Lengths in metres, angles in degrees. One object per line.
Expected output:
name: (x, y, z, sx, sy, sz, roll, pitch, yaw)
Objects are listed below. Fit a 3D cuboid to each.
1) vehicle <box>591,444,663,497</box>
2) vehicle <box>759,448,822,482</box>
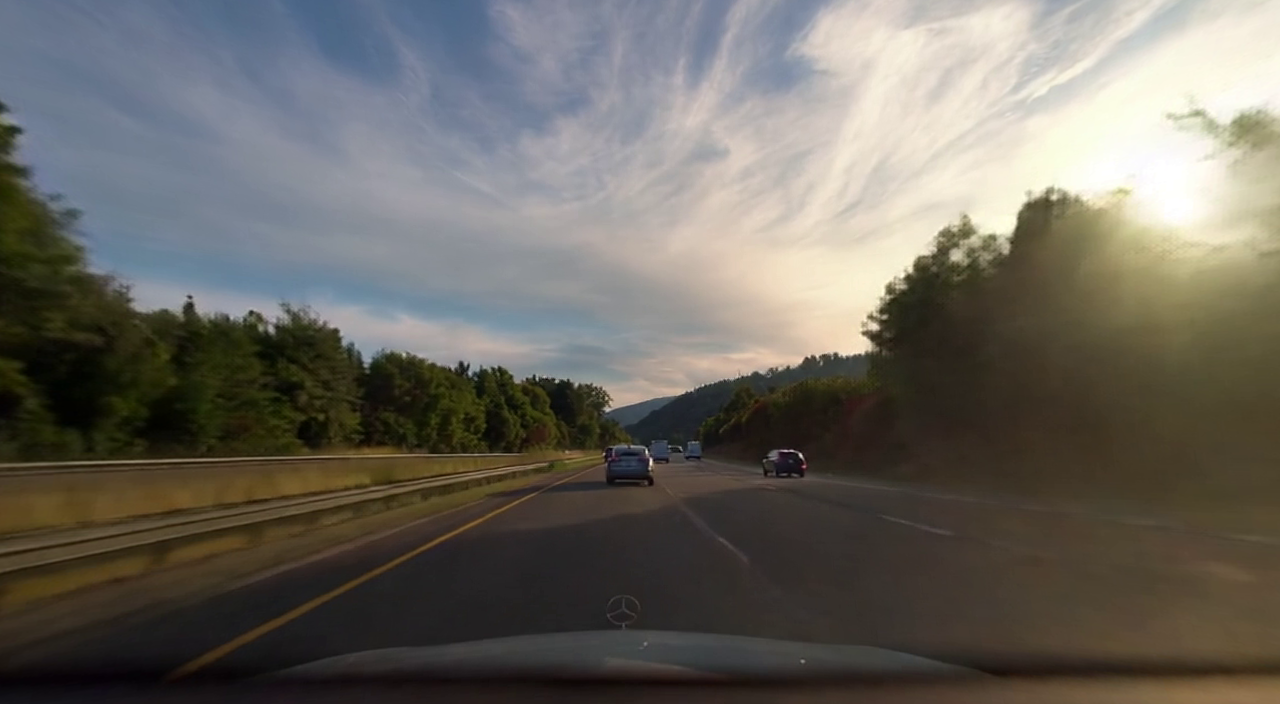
vehicle: (-0.429, 3.690, 20.028, 2.053, 1.483, 4.185, 0, -9, -2)
vehicle: (6.985, 5.252, 29.611, 1.926, 1.483, 3.528, 0, -9, -2)
